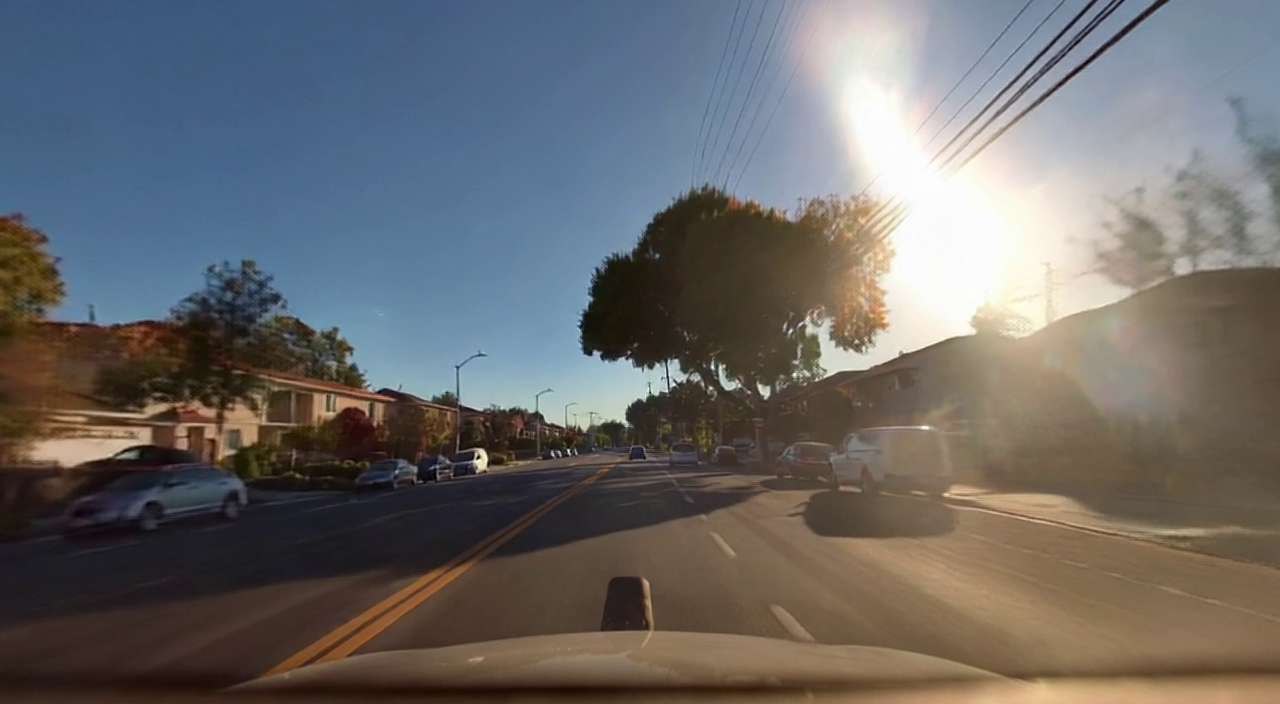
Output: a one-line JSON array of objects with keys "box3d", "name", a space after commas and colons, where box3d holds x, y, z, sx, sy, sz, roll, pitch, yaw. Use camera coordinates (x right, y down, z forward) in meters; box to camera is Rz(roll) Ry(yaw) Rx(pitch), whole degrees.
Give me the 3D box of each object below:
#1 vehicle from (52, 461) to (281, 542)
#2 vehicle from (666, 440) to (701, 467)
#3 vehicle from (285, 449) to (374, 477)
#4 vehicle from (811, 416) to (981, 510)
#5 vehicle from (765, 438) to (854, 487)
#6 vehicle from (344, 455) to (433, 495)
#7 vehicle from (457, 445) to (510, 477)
[{"box3d": [-10.772, 3.389, 14.889, 1.896, 1.495, 4.425, 0, -8, 1], "name": "vehicle"}, {"box3d": [2.974, 7.115, 44.268, 2.070, 1.765, 4.731, 0, -8, -1], "name": "vehicle"}, {"box3d": [-17.952, 6.443, 36.574, 4.092, 1.546, 1.995, 0, -8, 1], "name": "vehicle"}, {"box3d": [6.517, 2.916, 16.986, 2.274, 2.090, 5.465, 0, -8, 0], "name": "vehicle"}, {"box3d": [6.339, 4.177, 24.208, 2.079, 1.697, 4.753, 0, -8, 0], "name": "vehicle"}, {"box3d": [-10.605, 5.191, 26.938, 2.098, 1.503, 4.113, 0, -8, 0], "name": "vehicle"}, {"box3d": [-10.438, 7.275, 42.434, 2.258, 1.846, 4.843, -4, -8, 1], "name": "vehicle"}]
